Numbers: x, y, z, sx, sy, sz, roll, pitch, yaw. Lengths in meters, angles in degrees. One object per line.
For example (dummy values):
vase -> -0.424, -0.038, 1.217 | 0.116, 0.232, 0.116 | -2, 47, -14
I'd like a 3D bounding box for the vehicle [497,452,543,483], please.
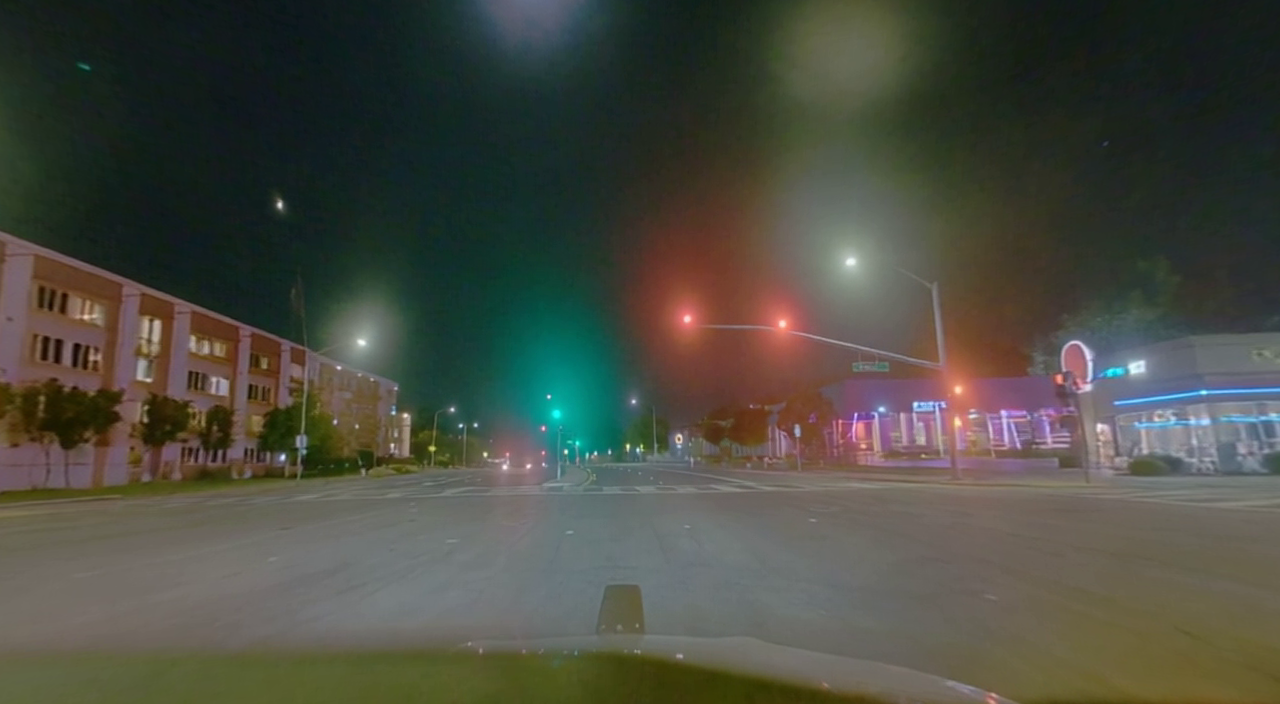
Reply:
vehicle -> -6.369, 6.158, 33.953 | 1.894, 1.474, 4.332 | 0, -8, -3
